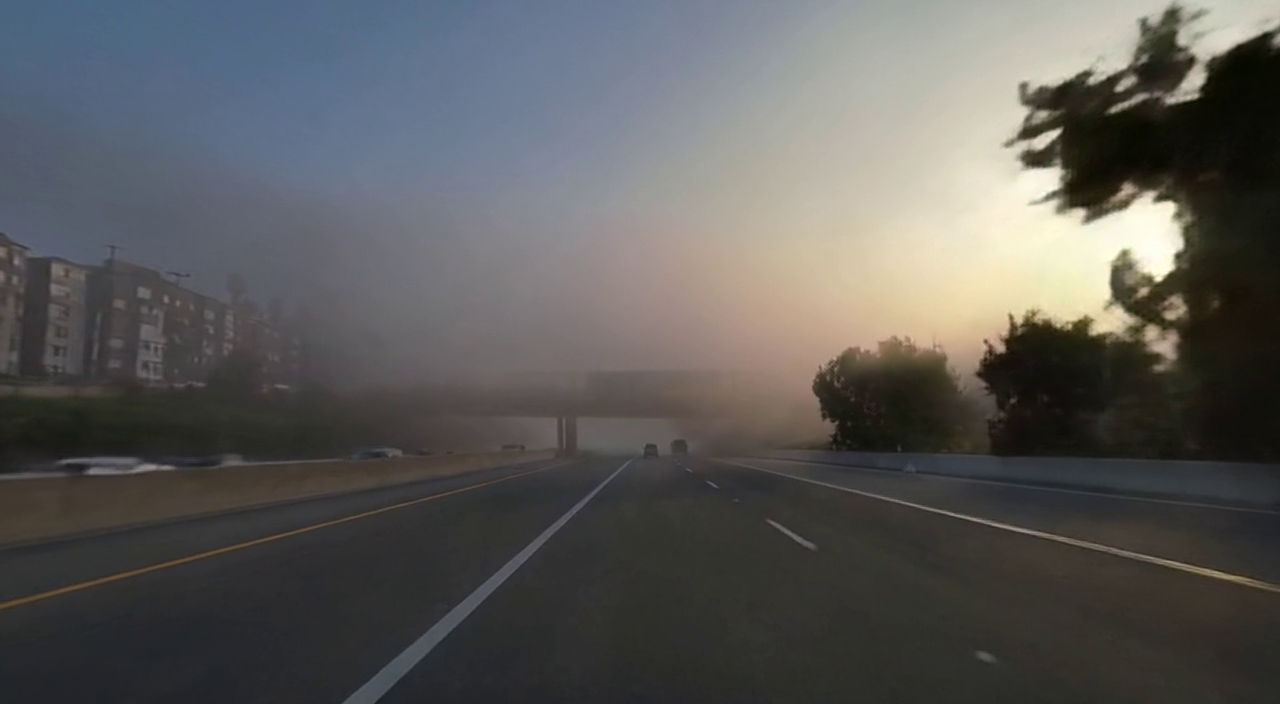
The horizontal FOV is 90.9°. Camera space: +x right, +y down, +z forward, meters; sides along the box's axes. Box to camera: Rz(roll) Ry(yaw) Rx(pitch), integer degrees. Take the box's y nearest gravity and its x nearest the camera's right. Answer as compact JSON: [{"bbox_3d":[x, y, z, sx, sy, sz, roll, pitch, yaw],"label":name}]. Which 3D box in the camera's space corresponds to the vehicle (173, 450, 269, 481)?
[{"bbox_3d":[-21.498,5.819,32.635,1.848,1.430,4.468,0,-8,1],"label":"vehicle"}]

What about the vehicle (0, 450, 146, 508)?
[{"bbox_3d":[-17.582,3.676,18.770,2.042,1.464,4.538,-1,-8,1],"label":"vehicle"}]

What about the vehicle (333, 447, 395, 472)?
[{"bbox_3d":[-17.441,6.806,40.091,2.011,1.483,4.163,0,-8,1],"label":"vehicle"}]
